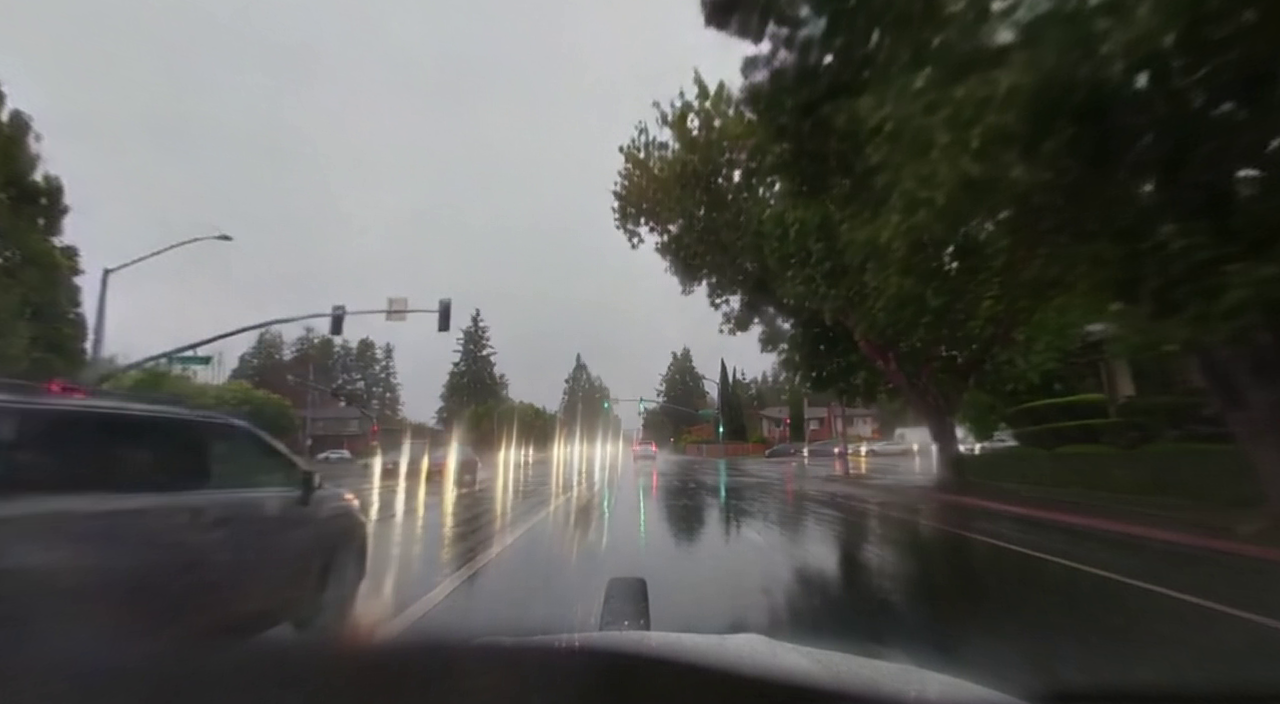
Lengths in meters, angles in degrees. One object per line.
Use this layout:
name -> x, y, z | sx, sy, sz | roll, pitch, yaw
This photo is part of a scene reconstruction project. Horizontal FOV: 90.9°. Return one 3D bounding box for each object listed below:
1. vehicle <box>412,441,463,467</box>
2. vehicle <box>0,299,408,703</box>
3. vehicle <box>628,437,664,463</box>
vehicle -> -14.773, 7.457, 46.241 | 2.138, 1.761, 4.611 | 0, -8, 1
vehicle -> -3.527, 0.891, 3.347 | 2.459, 1.825, 5.380 | 0, -8, 1
vehicle -> 0.341, 6.981, 45.026 | 2.437, 1.737, 4.420 | 0, -8, -1
